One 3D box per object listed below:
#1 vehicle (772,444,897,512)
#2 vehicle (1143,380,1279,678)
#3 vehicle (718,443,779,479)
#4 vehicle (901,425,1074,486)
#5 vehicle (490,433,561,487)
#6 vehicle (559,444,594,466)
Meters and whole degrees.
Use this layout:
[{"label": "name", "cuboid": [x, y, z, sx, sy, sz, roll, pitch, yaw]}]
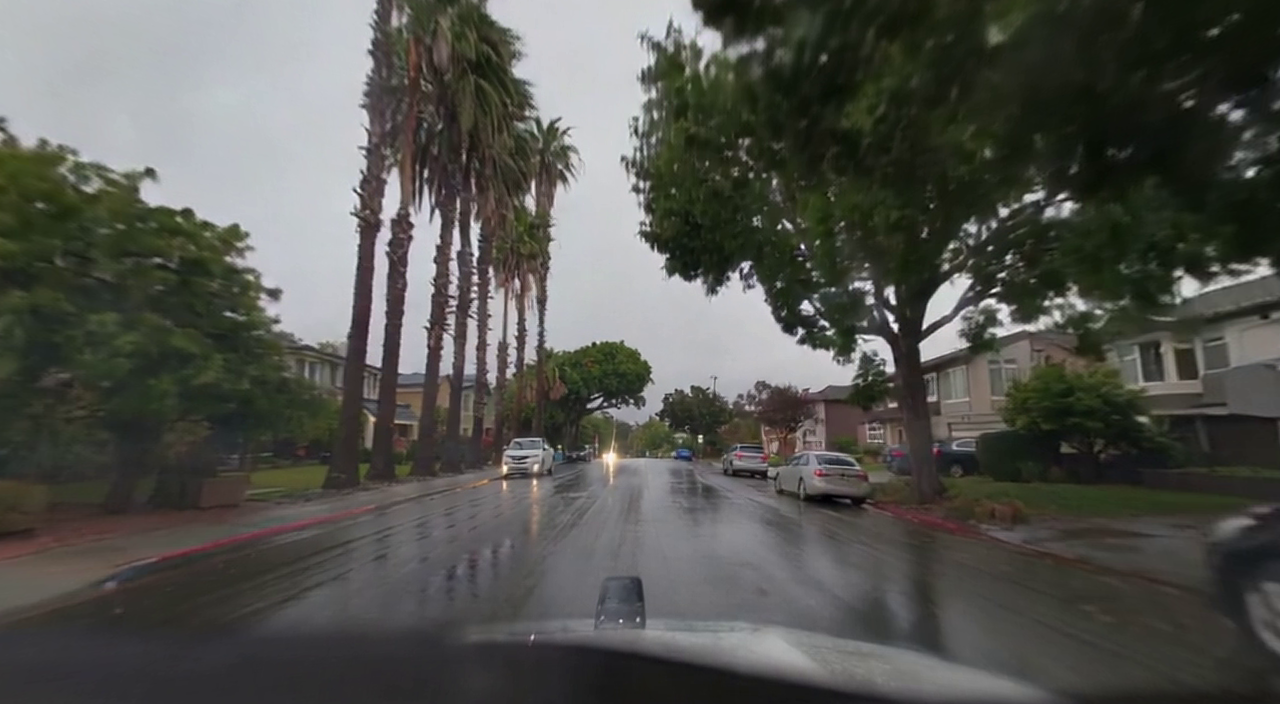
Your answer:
[{"label": "vehicle", "cuboid": [5.041, 3.286, 17.078, 2.056, 1.464, 4.493, 3, -8, 1]}, {"label": "vehicle", "cuboid": [5.036, 0.913, 2.335, 2.131, 1.824, 5.229, 3, -8, 1]}, {"label": "vehicle", "cuboid": [4.944, 5.015, 29.403, 1.991, 1.554, 4.501, 0, -8, -1]}, {"label": "vehicle", "cuboid": [11.842, 3.550, 21.817, 4.621, 1.591, 2.090, -5, -8, -1]}, {"label": "vehicle", "cuboid": [-4.513, 4.329, 25.709, 2.149, 1.877, 5.082, -1, -8, -2]}, {"label": "vehicle", "cuboid": [-4.742, 7.766, 47.720, 2.079, 1.486, 4.877, -2, -8, 0]}]
